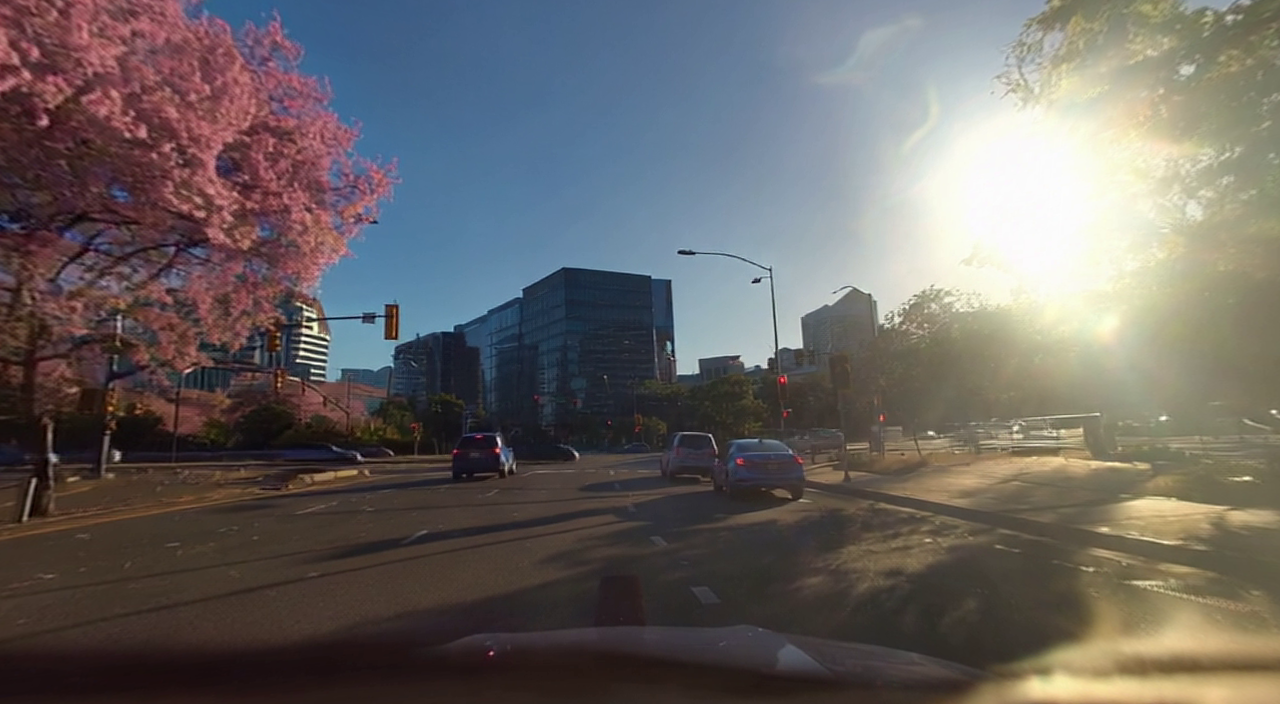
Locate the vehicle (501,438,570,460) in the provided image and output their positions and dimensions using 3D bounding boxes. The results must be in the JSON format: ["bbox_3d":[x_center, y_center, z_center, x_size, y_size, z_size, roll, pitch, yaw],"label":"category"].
[{"bbox_3d":[-7.171,6.697,43.573,4.549,1.439,1.794,0,-9,-5],"label":"vehicle"}]

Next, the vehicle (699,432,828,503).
[{"bbox_3d":[2.904,2.839,15.972,2.019,1.518,4.285,1,-9,-5],"label":"vehicle"}]

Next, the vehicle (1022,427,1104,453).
[{"bbox_3d":[27.352,5.712,40.904,4.089,1.588,1.808,0,-9,-5],"label":"vehicle"}]

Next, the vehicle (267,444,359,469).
[{"bbox_3d":[-20.050,6.391,38.908,4.526,1.452,1.920,1,-8,-5],"label":"vehicle"}]

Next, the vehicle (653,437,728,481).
[{"bbox_3d":[1.741,3.883,23.212,2.007,1.466,4.291,1,-9,-6],"label":"vehicle"}]

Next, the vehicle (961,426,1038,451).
[{"bbox_3d":[26.491,6.377,46.628,4.567,1.810,1.880,1,-9,-6],"label":"vehicle"}]

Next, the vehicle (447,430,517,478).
[{"bbox_3d":[-6.202,4.051,25.271,1.995,1.703,4.367,0,-9,-5],"label":"vehicle"}]
